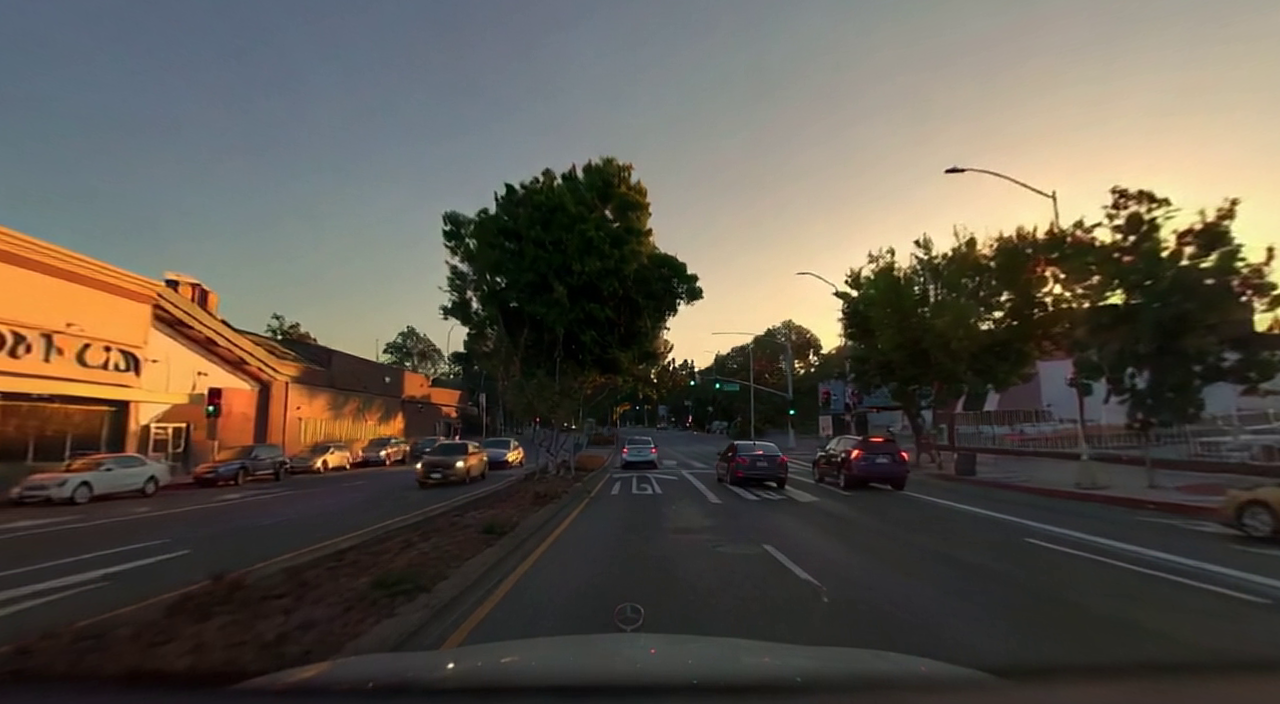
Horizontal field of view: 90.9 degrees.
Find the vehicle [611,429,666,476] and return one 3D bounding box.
[{"bbox_3d":[-0.022,4.384,27.583,2.210,1.861,4.280,0,-8,1],"label":"vehicle"}]

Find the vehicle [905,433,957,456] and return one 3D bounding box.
[{"bbox_3d":[22.924,7.261,49.873,1.904,1.712,4.552,0,-7,-1],"label":"vehicle"}]

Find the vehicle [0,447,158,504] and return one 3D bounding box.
[{"bbox_3d":[-19.120,4.190,21.337,2.062,1.634,4.535,-2,-11,-1],"label":"vehicle"}]

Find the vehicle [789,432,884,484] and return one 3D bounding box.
[{"bbox_3d":[7.073,3.859,23.230,2.040,1.738,4.414,0,-8,-1],"label":"vehicle"}]

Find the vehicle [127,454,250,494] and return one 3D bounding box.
[{"bbox_3d":[-18.751,5.048,26.480,1.843,1.468,4.475,-1,-8,0],"label":"vehicle"}]

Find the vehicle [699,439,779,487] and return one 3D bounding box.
[{"bbox_3d":[3.310,3.790,21.945,1.963,1.484,4.609,0,-8,-1],"label":"vehicle"}]

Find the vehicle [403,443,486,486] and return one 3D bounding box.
[{"bbox_3d":[-7.550,4.356,24.818,2.102,1.496,4.465,0,-8,-4],"label":"vehicle"}]

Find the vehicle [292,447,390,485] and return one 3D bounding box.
[{"bbox_3d":[-12.689,4.852,27.123,1.887,1.453,4.696,0,-8,0],"label":"vehicle"}]

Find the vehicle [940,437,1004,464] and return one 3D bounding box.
[{"bbox_3d":[19.845,5.881,37.842,1.807,1.491,3.858,-1,-8,2],"label":"vehicle"}]

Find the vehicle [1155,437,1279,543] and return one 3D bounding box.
[{"bbox_3d":[10.202,2.032,9.000,1.845,1.454,4.620,0,-6,0],"label":"vehicle"}]

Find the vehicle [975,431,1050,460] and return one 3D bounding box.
[{"bbox_3d":[22.178,5.642,37.714,1.988,1.632,4.181,0,-9,2],"label":"vehicle"}]
